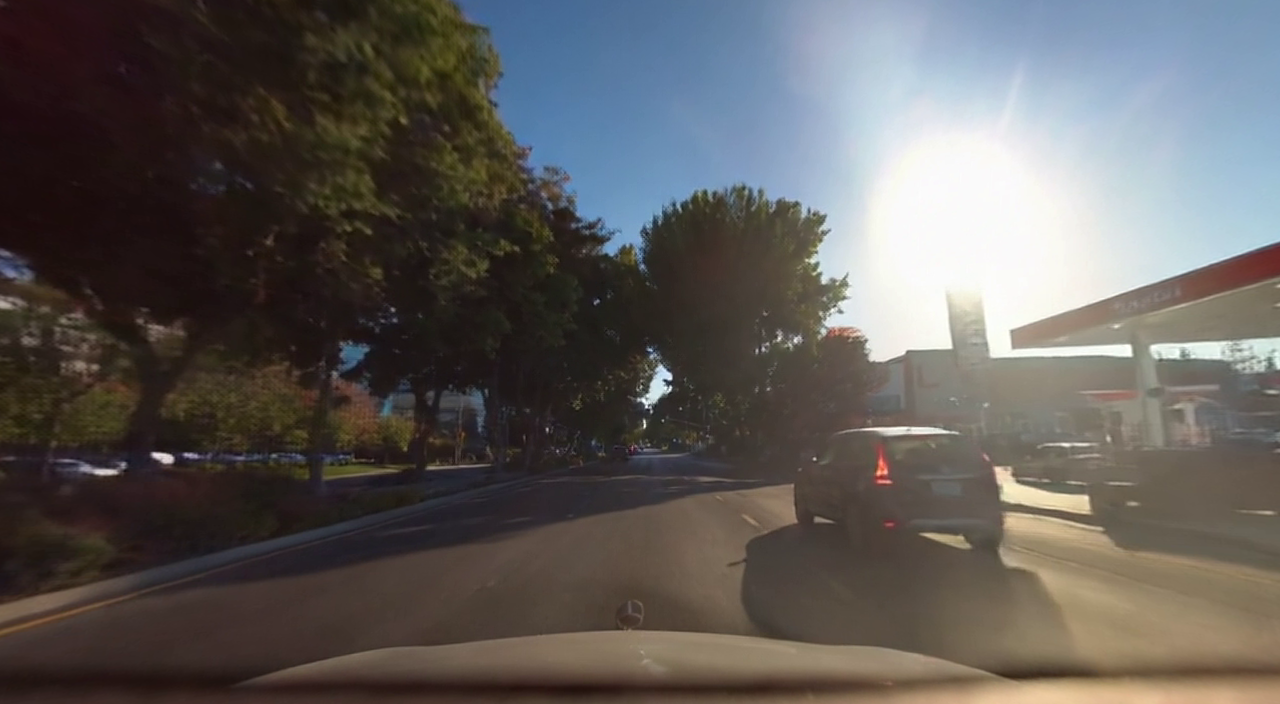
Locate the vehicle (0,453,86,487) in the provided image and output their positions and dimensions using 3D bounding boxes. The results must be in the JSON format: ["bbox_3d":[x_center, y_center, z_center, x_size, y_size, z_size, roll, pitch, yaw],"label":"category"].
[{"bbox_3d":[-31.183,6.066,32.170,4.188,1.365,1.883,-6,-8,3],"label":"vehicle"}]

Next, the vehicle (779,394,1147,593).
[{"bbox_3d":[3.436,1.638,8.124,2.151,1.771,4.792,0,-9,0],"label":"vehicle"}]

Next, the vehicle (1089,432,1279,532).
[{"bbox_3d":[11.231,2.328,11.589,4.359,1.656,1.894,-1,-9,3],"label":"vehicle"}]
